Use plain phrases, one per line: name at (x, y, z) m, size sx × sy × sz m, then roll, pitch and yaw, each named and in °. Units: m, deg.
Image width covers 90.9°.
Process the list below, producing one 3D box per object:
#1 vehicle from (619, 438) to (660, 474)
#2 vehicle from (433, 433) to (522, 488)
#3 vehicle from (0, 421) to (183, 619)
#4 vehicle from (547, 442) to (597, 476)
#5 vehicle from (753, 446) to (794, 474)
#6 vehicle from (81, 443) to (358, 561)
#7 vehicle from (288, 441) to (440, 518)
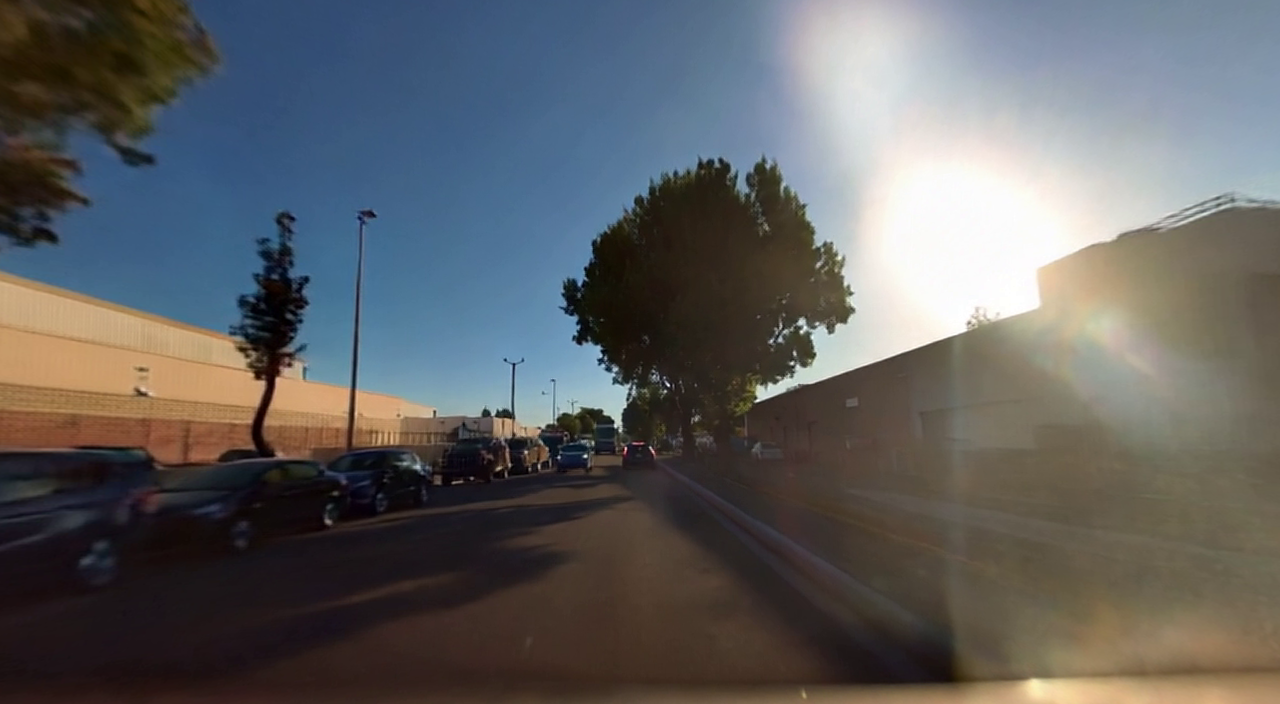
vehicle at (-0.004, 5.837, 35.600) m, size 2.152 × 1.874 × 4.042 m, roll 0°, pitch -8°, yaw 1°
vehicle at (-6.412, 4.396, 25.604) m, size 2.139 × 1.943 × 5.295 m, roll -1°, pitch -10°, yaw 1°
vehicle at (-6.326, 1.393, 5.199) m, size 1.926 × 1.647 × 4.185 m, roll 0°, pitch -8°, yaw 0°
vehicle at (-3.610, 5.768, 34.223) m, size 2.157 × 1.703 × 4.310 m, roll 0°, pitch -8°, yaw 1°
vehicle at (8.332, 6.769, 39.661) m, size 1.874 × 1.669 × 4.083 m, roll 0°, pitch -9°, yaw 3°
vehicle at (-6.311, 2.224, 10.146) m, size 1.768 × 1.489 × 3.945 m, roll 0°, pitch -8°, yaw -1°
vehicle at (-6.373, 2.941, 15.151) m, size 1.799 × 1.579 × 4.048 m, roll 0°, pitch -8°, yaw 0°
